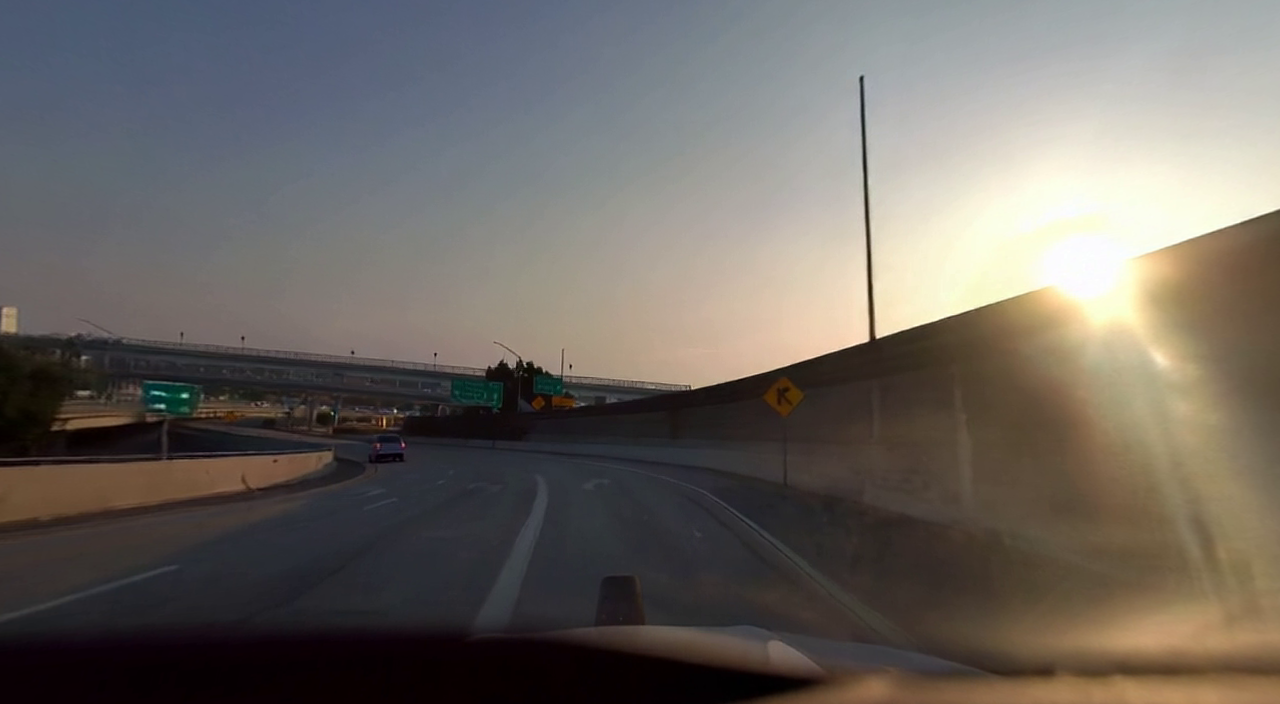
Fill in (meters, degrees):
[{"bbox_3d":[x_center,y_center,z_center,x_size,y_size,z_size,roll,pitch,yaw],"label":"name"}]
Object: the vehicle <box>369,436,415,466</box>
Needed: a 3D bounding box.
[{"bbox_3d":[-14.268,5.645,36.072,2.234,1.588,4.484,4,-9,-22],"label":"vehicle"}]
